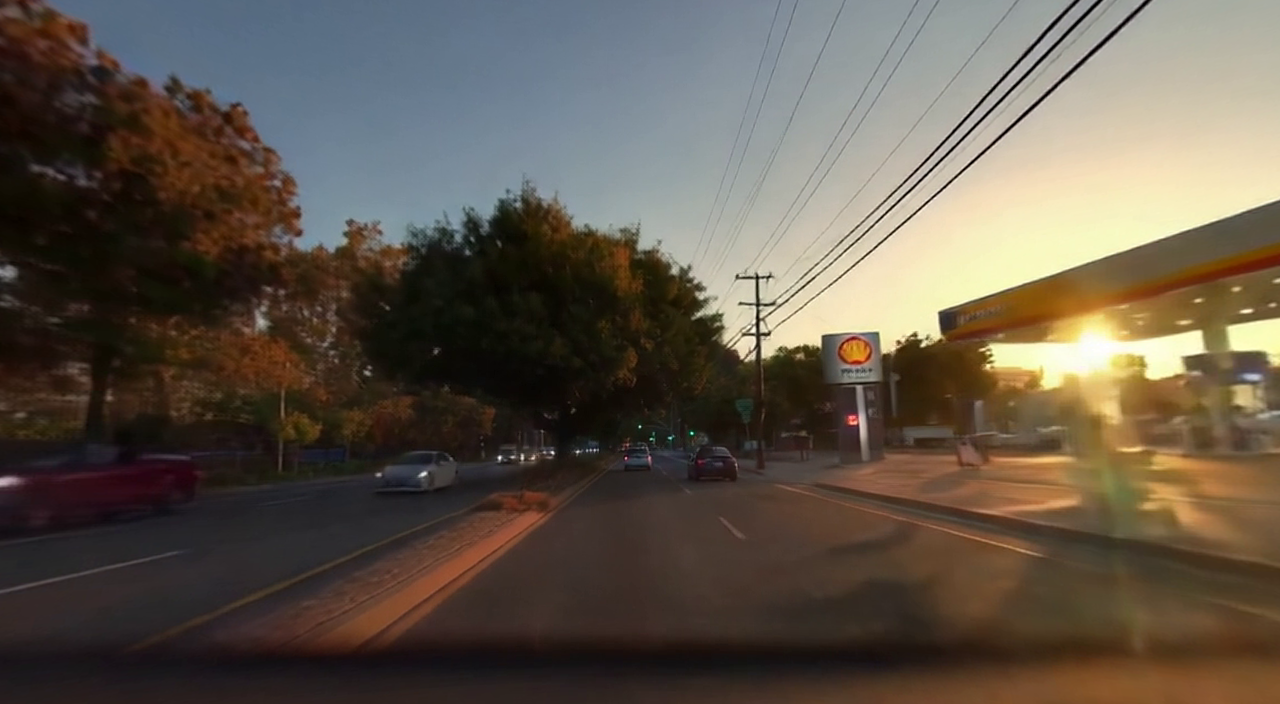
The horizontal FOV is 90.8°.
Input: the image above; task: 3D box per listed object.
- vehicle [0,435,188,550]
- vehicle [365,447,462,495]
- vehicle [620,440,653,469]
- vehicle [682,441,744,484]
[{"bbox_3d":[-11.491,2.550,12.004,2.301,1.827,4.754,0,-8,-1],"label":"vehicle"},{"bbox_3d":[-8.382,4.410,23.881,2.085,1.582,4.305,-1,-8,0],"label":"vehicle"},{"bbox_3d":[-0.274,7.000,43.252,2.163,1.825,4.073,-1,-8,-1],"label":"vehicle"},{"bbox_3d":[2.918,4.531,26.189,1.990,1.592,4.294,0,-8,-1],"label":"vehicle"}]
